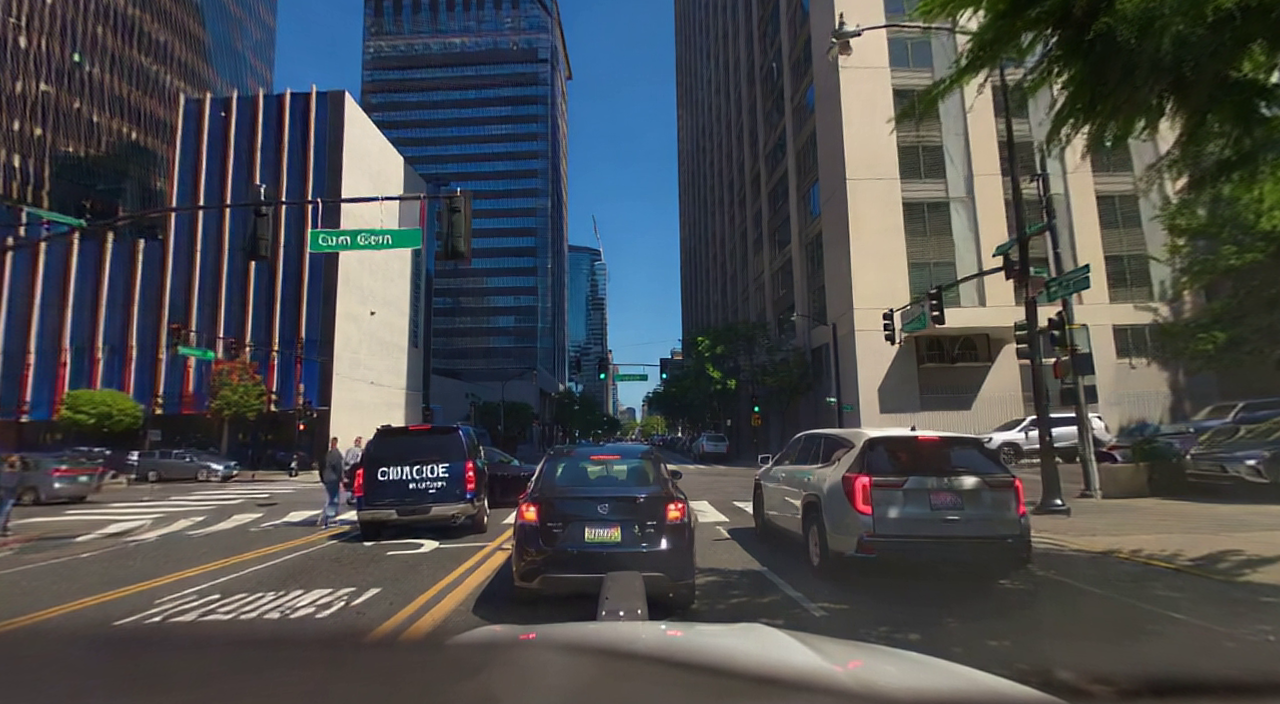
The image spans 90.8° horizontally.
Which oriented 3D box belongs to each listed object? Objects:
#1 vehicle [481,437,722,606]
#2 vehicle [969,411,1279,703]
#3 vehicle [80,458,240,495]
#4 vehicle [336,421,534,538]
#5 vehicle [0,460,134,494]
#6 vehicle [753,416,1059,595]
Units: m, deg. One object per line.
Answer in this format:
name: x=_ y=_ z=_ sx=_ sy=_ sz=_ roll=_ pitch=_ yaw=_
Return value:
vehicle: x=-0.362 y=1.788 z=7.646 sx=2.092 sy=1.454 sz=4.132 roll=0 pitch=-8 yaw=-1
vehicle: x=2.746 y=0.804 z=1.118 sx=1.902 sy=1.454 sz=4.540 roll=0 pitch=-8 yaw=0
vehicle: x=-20.174 y=5.245 z=26.717 sx=5.153 sy=1.449 sz=1.966 roll=0 pitch=-8 yaw=0
vehicle: x=-3.690 y=2.408 z=12.695 sx=2.190 sy=1.840 sz=5.272 roll=0 pitch=-8 yaw=0
vehicle: x=-27.379 y=5.911 z=30.090 sx=4.673 sy=1.478 sz=2.114 roll=0 pitch=-8 yaw=-1
vehicle: x=3.032 y=1.852 z=8.630 sx=2.072 sy=1.735 sz=4.759 roll=0 pitch=-8 yaw=0
